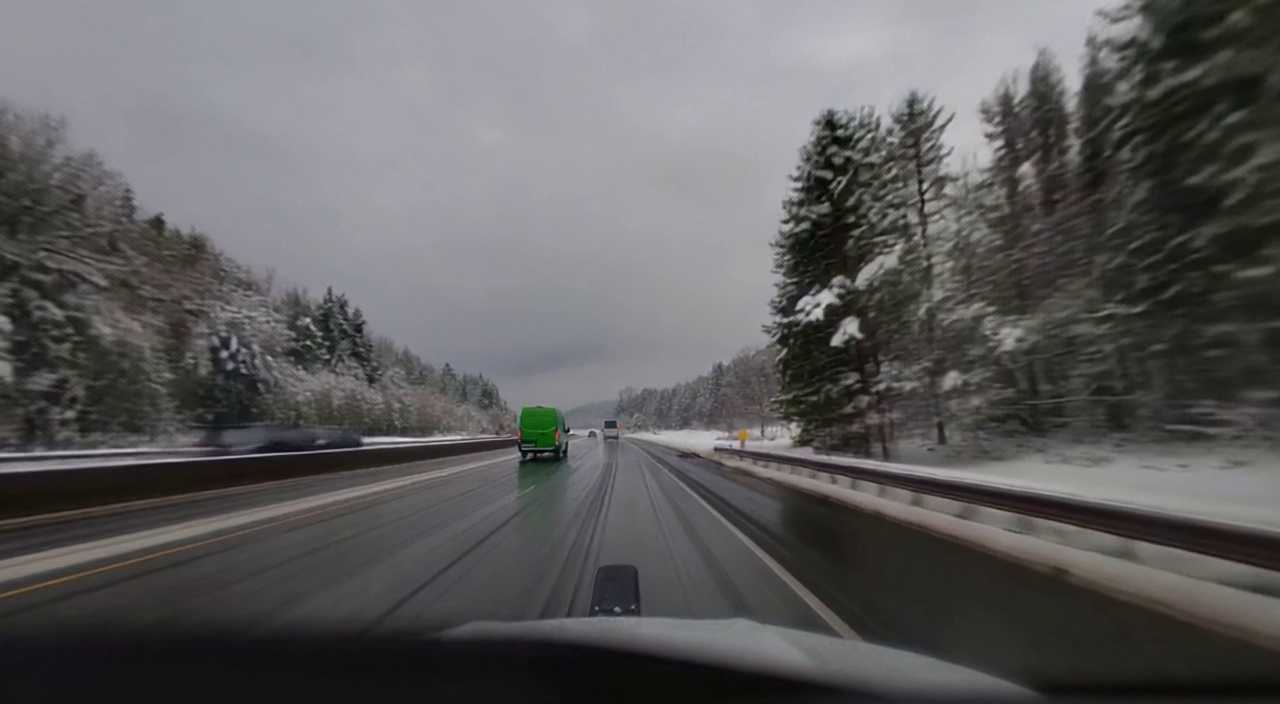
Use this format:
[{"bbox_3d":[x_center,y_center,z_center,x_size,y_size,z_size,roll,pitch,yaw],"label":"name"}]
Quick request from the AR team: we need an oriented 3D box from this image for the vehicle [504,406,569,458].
[{"bbox_3d":[-5.300,4.236,33.135,2.561,2.509,5.465,0,-8,-1],"label":"vehicle"}]

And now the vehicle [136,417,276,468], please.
[{"bbox_3d":[-15.534,3.276,22.869,1.965,1.658,4.405,0,-8,-1],"label":"vehicle"}]

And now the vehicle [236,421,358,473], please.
[{"bbox_3d":[-11.847,3.298,22.115,1.907,1.590,4.292,1,-8,-1],"label":"vehicle"}]
